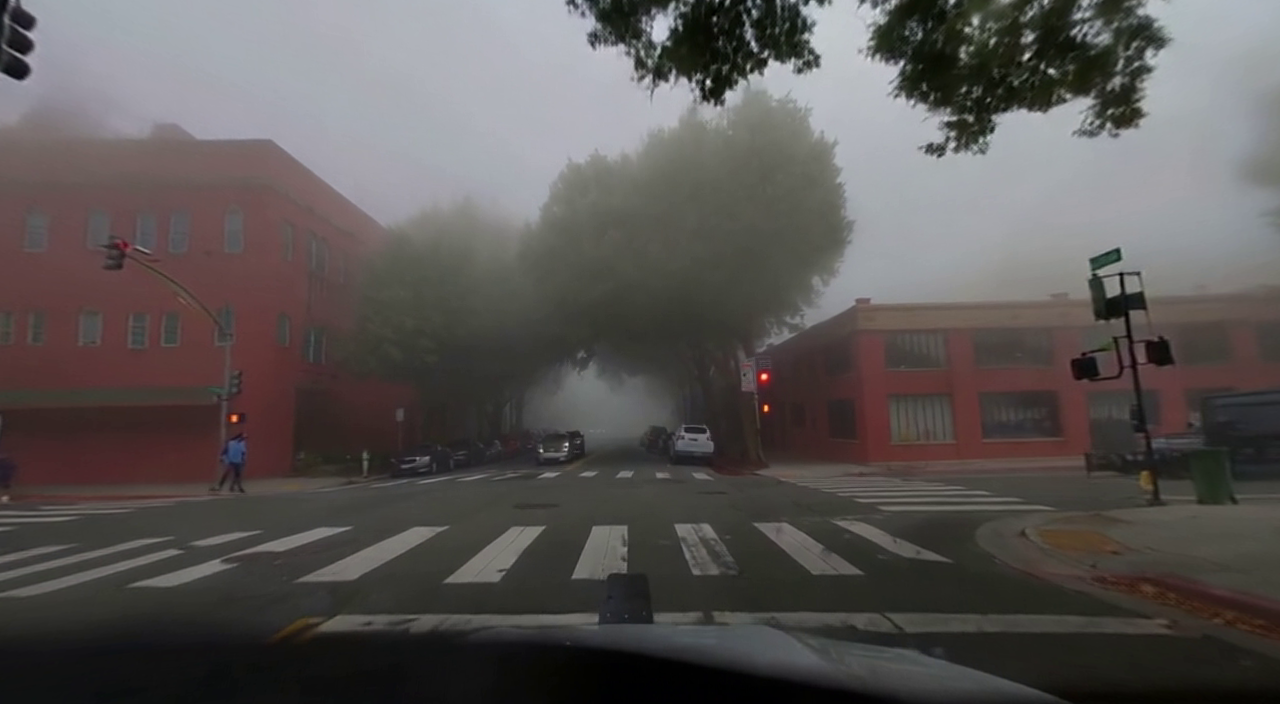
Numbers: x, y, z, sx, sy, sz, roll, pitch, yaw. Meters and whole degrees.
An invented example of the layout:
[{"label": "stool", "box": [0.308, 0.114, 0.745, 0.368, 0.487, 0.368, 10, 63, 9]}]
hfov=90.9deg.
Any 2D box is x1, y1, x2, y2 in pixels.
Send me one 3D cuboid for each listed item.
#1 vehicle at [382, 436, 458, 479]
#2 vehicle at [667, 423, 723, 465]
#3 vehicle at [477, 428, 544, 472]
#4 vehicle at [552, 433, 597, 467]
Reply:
[{"label": "vehicle", "box": [-9.929, 4.765, 28.857, 2.216, 1.804, 4.526, 1, -8, -5]}, {"label": "vehicle", "box": [3.039, 5.279, 36.150, 2.557, 2.188, 5.164, 0, -8, -2]}, {"label": "vehicle", "box": [-5.998, 4.615, 29.765, 2.242, 1.887, 4.924, 0, -8, -2]}, {"label": "vehicle", "box": [-3.264, 4.985, 32.198, 2.033, 1.596, 4.142, 0, -8, -2]}]
